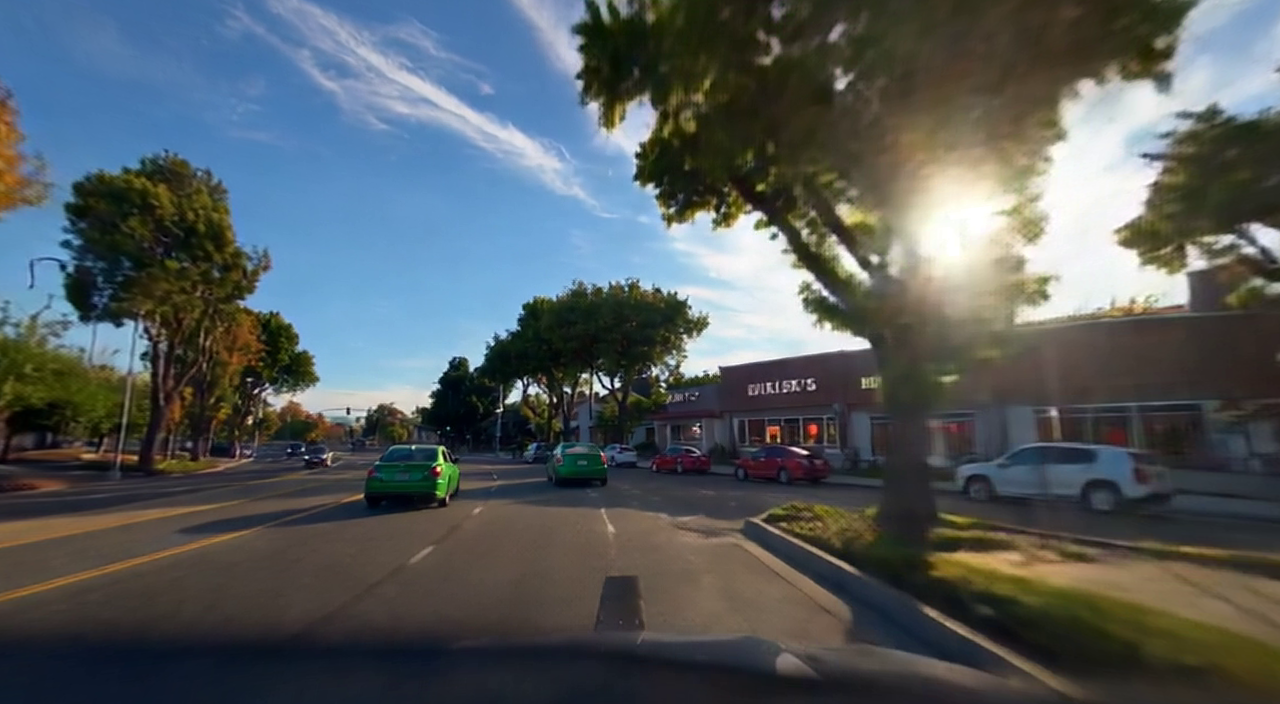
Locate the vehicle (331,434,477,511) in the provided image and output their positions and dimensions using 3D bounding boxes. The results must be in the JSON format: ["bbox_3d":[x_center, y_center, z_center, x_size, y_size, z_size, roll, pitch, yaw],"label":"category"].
[{"bbox_3d":[-5.233,2.704,14.755,2.105,1.477,4.857,1,-8,-7],"label":"vehicle"}]

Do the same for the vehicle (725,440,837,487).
[{"bbox_3d":[5.062,4.044,23.217,1.952,1.547,4.091,4,-9,-24],"label":"vehicle"}]

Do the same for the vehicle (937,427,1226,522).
[{"bbox_3d":[9.417,2.601,14.050,2.095,1.697,4.801,3,-9,-22],"label":"vehicle"}]

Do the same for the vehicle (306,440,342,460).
[{"bbox_3d":[-24.454,7.611,48.878,2.000,1.477,4.346,3,-9,-21],"label":"vehicle"}]

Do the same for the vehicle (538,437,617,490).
[{"bbox_3d":[-2.120,3.497,20.244,2.001,1.483,4.442,2,-9,-12],"label":"vehicle"}]

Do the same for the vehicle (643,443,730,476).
[{"bbox_3d":[2.160,5.209,30.831,2.038,1.446,4.896,4,-9,-25],"label":"vehicle"}]

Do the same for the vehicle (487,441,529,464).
[{"bbox_3d":[-8.785,6.614,41.626,1.920,1.416,4.310,3,-9,-21],"label":"vehicle"}]
